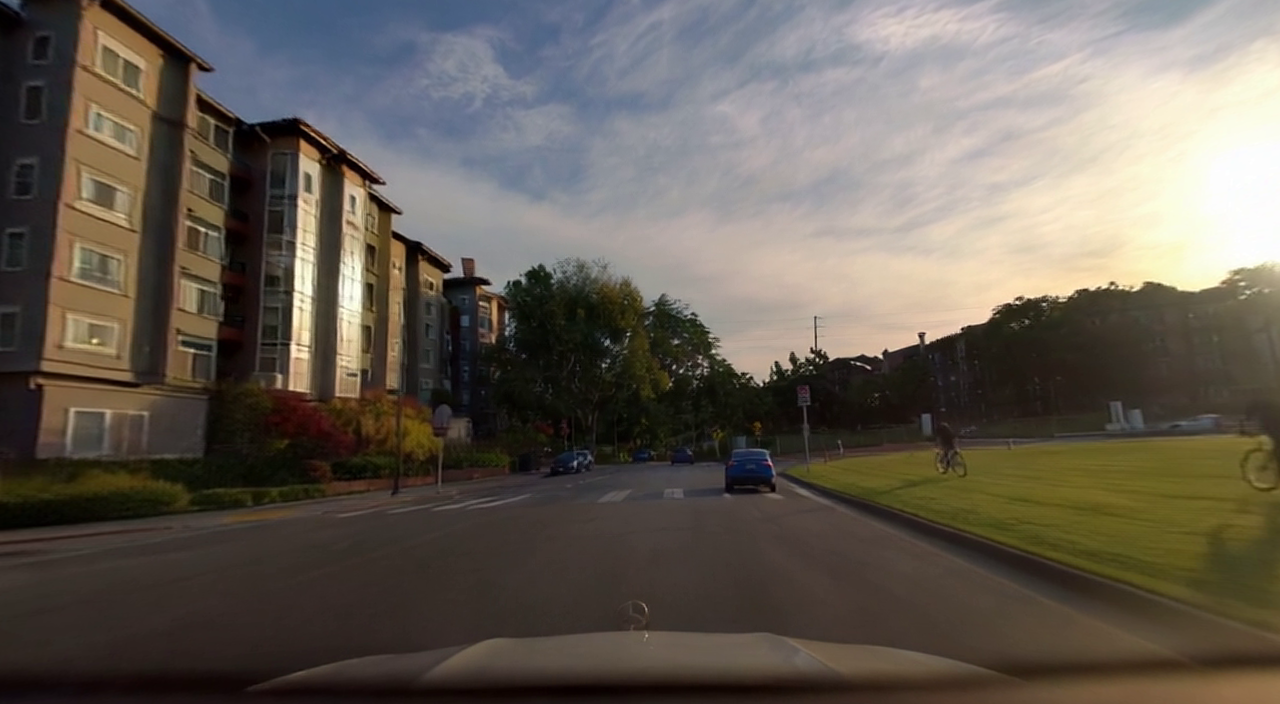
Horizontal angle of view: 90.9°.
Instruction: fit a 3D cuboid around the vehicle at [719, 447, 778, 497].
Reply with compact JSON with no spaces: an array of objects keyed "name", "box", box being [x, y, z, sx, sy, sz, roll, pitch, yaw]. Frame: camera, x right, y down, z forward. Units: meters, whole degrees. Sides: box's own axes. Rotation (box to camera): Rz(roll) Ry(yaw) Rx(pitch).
[{"name":"vehicle","box":[3.388,3.794,20.053,1.559,1.351,2.452,-5,-10,5]}]
